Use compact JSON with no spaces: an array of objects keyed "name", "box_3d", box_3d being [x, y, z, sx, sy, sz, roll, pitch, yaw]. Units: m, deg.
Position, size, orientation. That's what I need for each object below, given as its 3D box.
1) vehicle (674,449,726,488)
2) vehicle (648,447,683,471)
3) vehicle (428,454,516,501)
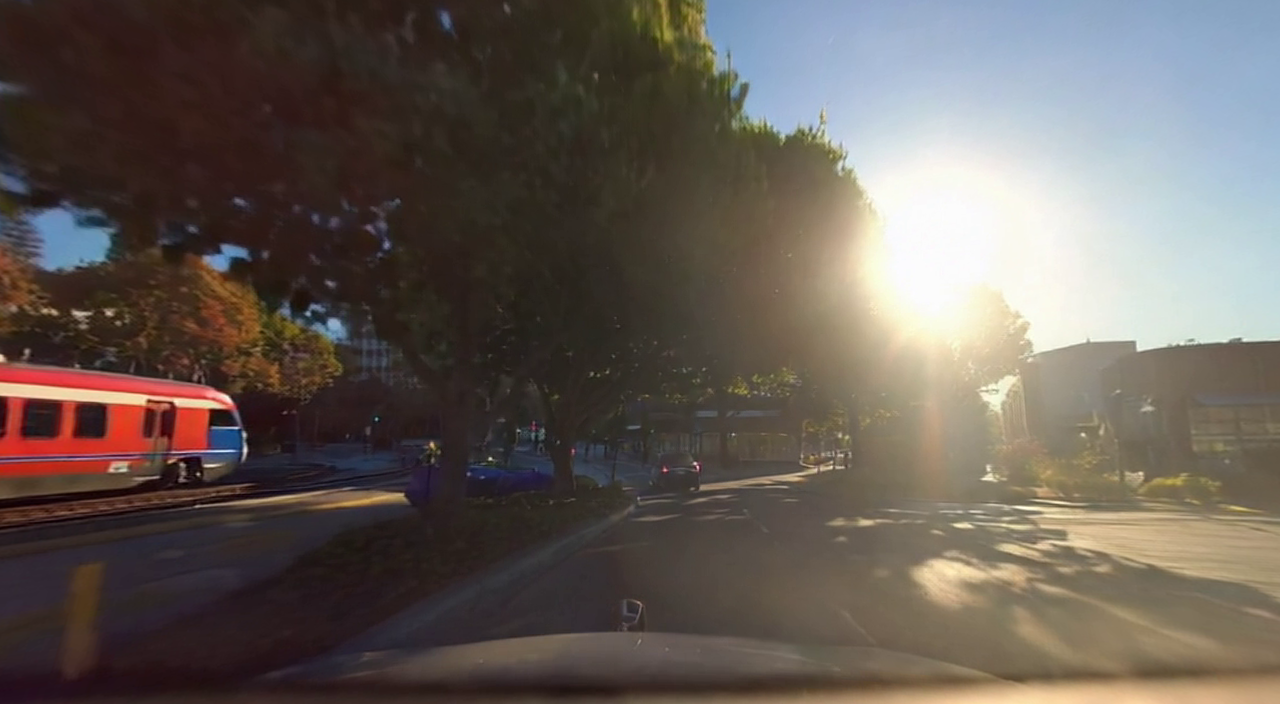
[{"name":"vehicle","box_3d":[2.937,5.830,31.952,2.263,1.765,4.237,0,-8,1]},{"name":"vehicle","box_3d":[1.924,8.350,49.451,2.010,1.725,4.320,1,-8,-8]},{"name":"vehicle","box_3d":[-6.270,4.739,24.201,2.042,1.531,4.403,-1,-8,2]}]
